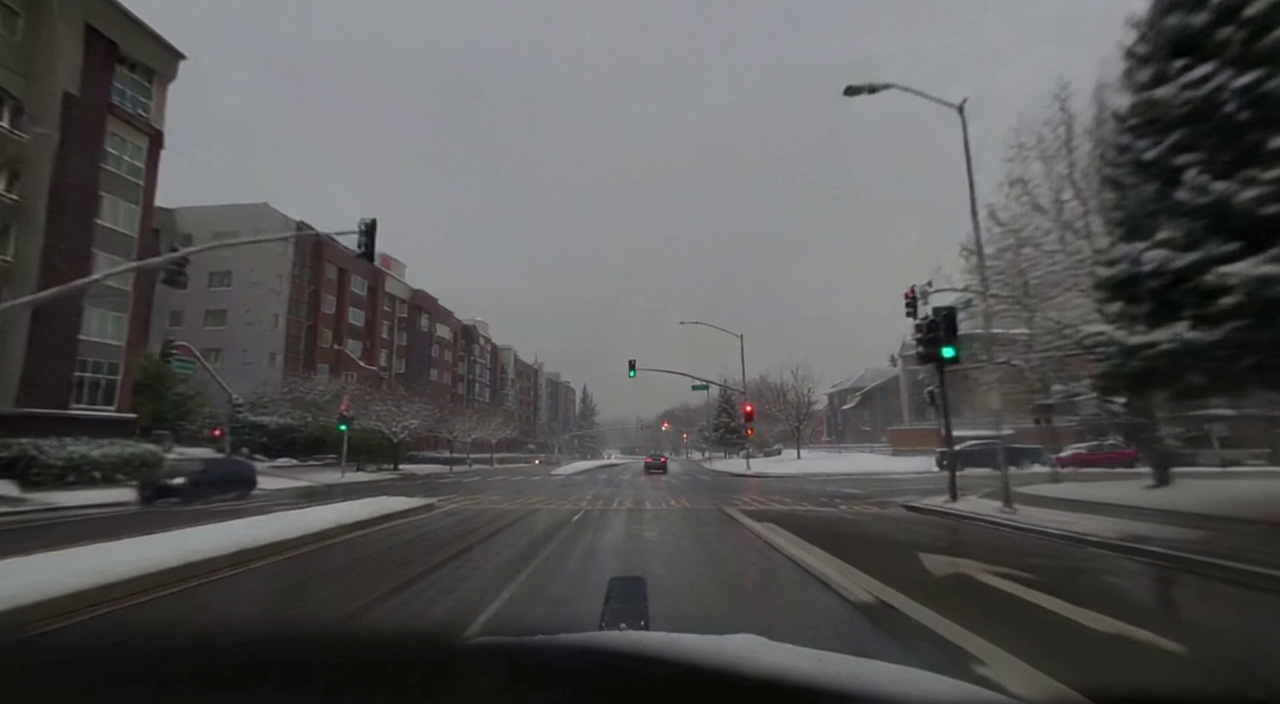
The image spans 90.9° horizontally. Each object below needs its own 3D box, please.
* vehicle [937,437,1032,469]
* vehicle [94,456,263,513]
[{"bbox_3d":[18.675,5.480,34.277,4.009,1.620,1.882,0,-9,-4],"label":"vehicle"},{"bbox_3d":[-13.895,3.970,19.384,1.833,1.444,4.325,-1,-8,2],"label":"vehicle"}]
